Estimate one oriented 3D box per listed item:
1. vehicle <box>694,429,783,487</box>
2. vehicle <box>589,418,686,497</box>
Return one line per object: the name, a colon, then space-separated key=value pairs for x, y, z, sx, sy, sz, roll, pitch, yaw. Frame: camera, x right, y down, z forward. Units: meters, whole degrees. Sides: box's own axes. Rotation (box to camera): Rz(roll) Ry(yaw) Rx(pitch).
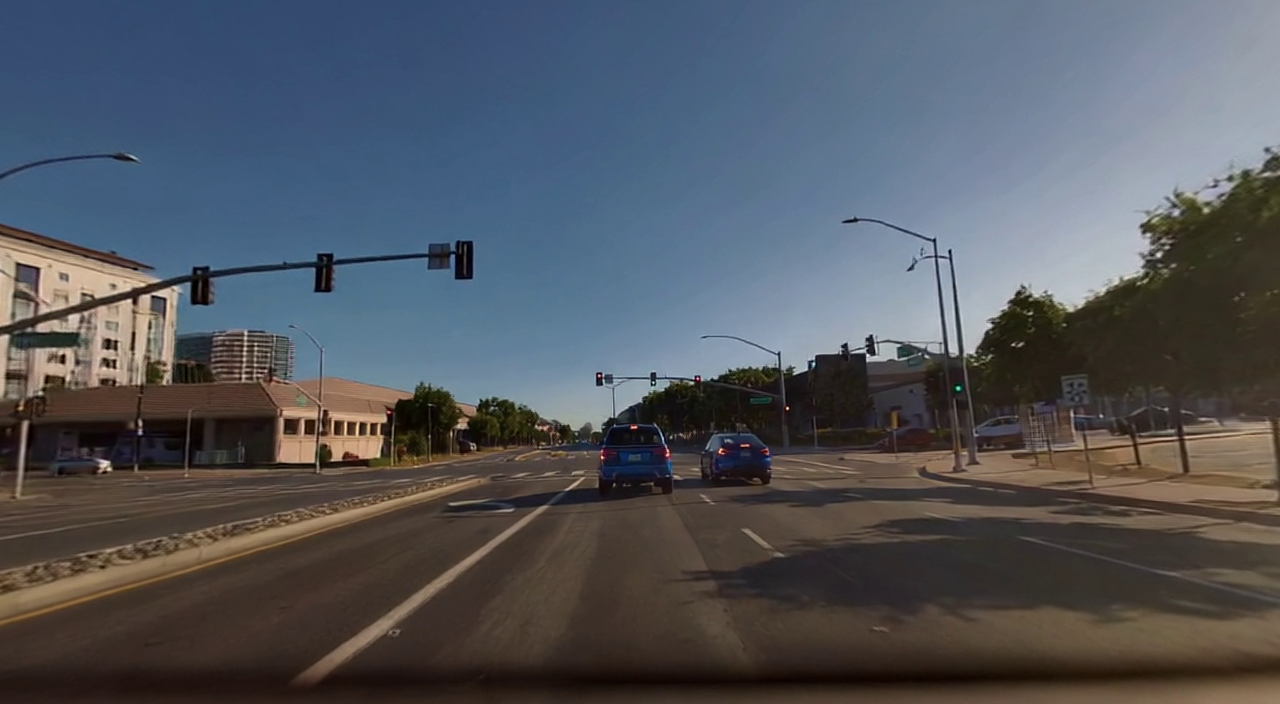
vehicle: x=3.155 y=3.509 z=21.192 sx=2.107 sy=1.736 sz=4.228 roll=0 pitch=-8 yaw=-3
vehicle: x=-0.156 y=2.968 z=18.144 sx=2.413 sy=1.939 sz=4.716 roll=0 pitch=-8 yaw=-2
